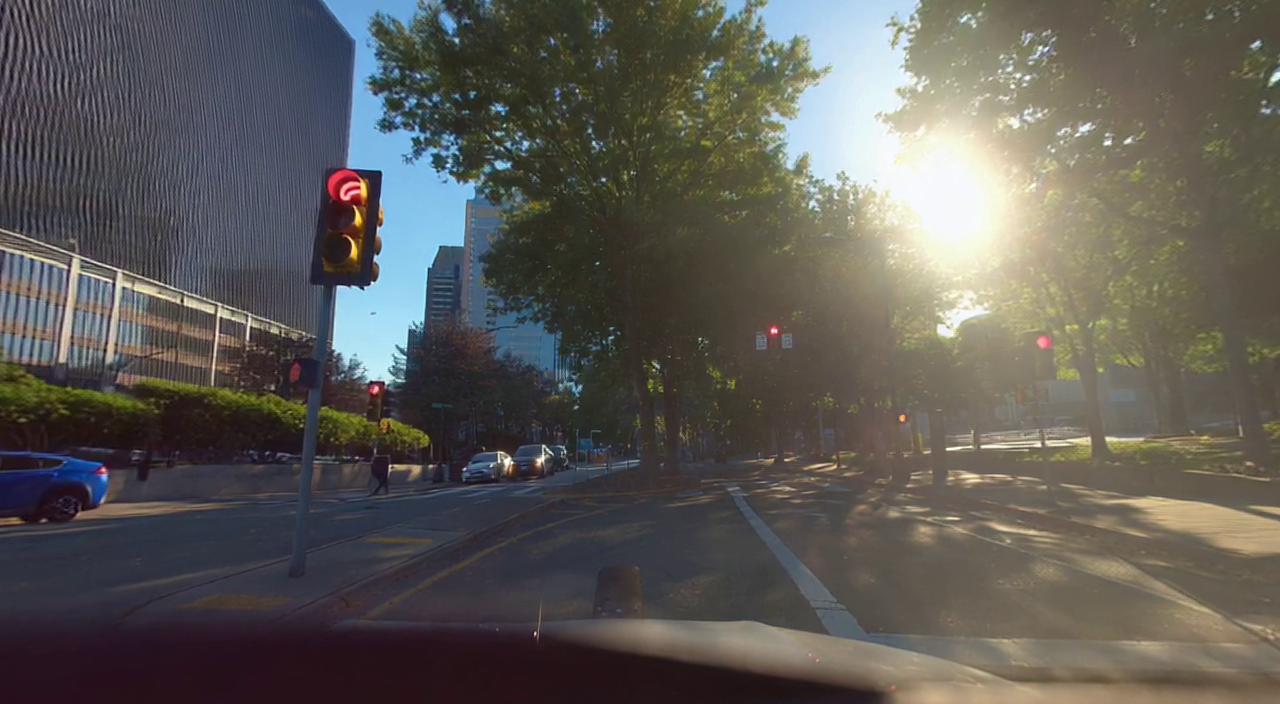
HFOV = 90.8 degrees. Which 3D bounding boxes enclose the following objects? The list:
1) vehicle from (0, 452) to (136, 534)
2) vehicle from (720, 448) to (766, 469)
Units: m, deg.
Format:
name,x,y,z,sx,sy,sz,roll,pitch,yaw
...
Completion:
name,x,y,z,sx,sy,sz,roll,pitch,yaw
vehicle,-12.859,2.716,12.273,4.598,1.490,1.816,7,-11,-40
vehicle,7.859,8.125,48.418,1.829,1.440,4.384,2,-9,-14
